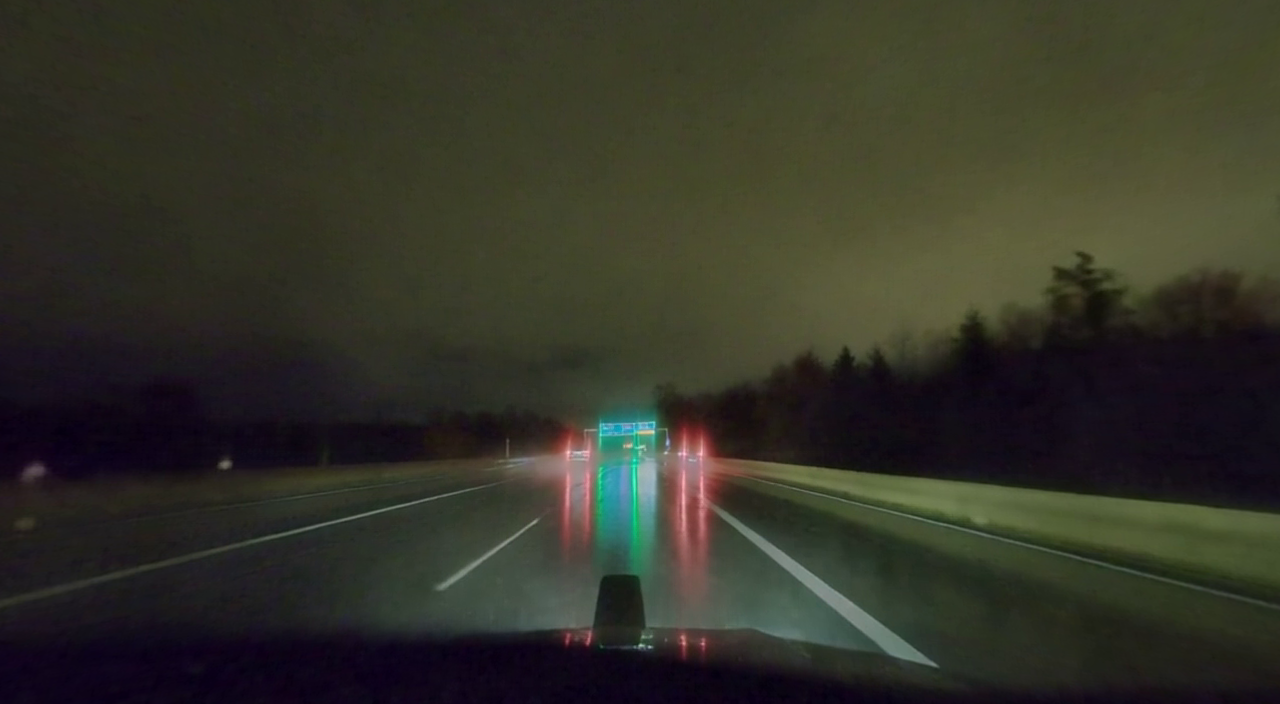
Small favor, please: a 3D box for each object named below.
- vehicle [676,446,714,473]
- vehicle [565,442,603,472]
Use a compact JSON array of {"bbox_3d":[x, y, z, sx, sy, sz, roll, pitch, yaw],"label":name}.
[{"bbox_3d":[3.742,7.421,43.654,2.133,1.746,4.511,0,-9,-1],"label":"vehicle"},{"bbox_3d":[-4.012,7.671,46.166,2.278,2.054,4.498,0,-9,1],"label":"vehicle"}]
